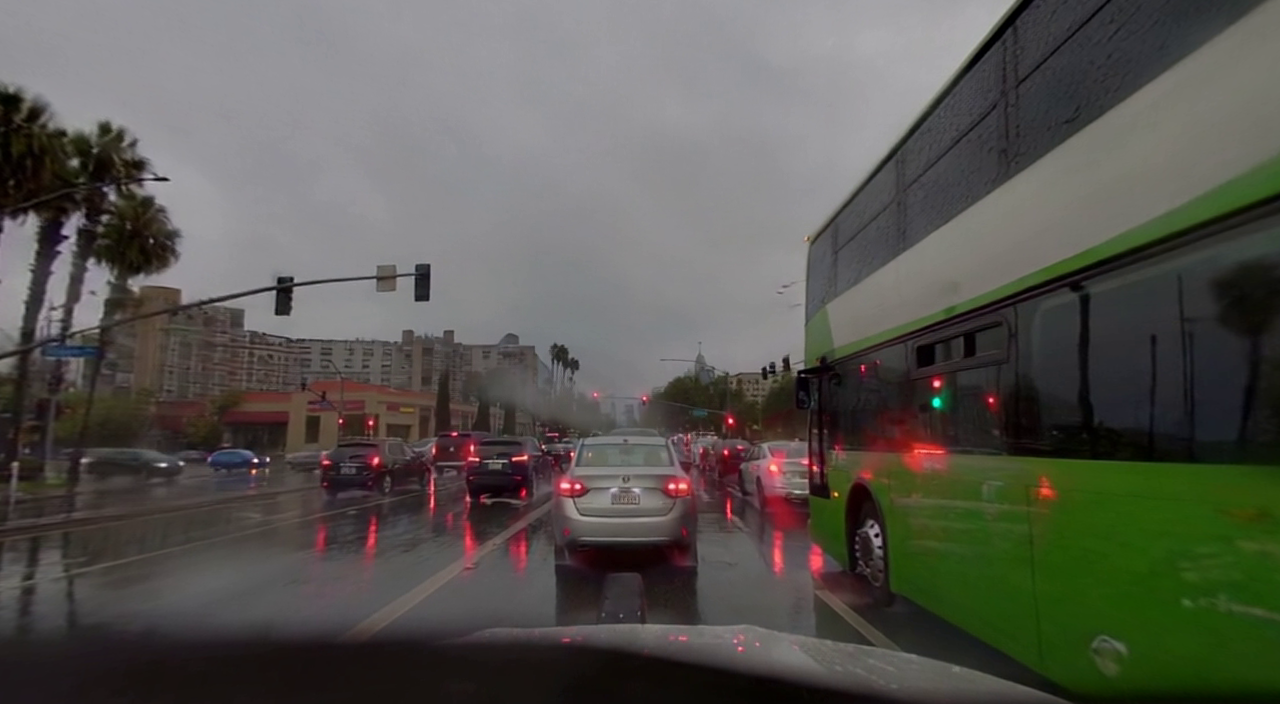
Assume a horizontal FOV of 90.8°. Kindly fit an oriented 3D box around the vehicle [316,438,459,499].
[{"bbox_3d":[-6.914,3.228,17.987,1.927,1.480,4.832,0,-9,2],"label":"vehicle"}]

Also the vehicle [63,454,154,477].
[{"bbox_3d":[-37.829,8.077,45.066,4.630,1.473,1.837,1,-9,-7],"label":"vehicle"}]

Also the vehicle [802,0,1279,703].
[{"bbox_3d":[3.548,-0.439,1.181,2.970,4.015,13.606,0,-9,0],"label":"vehicle"}]

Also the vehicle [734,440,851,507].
[{"bbox_3d":[3.690,3.014,16.143,1.989,1.467,4.364,0,-9,1],"label":"vehicle"}]

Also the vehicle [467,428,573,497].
[{"bbox_3d":[-3.267,3.123,18.131,2.020,1.721,4.366,-1,-9,2],"label":"vehicle"}]

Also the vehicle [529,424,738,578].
[{"bbox_3d":[-0.079,1.769,8.234,2.060,1.499,3.831,0,-9,0],"label":"vehicle"}]
